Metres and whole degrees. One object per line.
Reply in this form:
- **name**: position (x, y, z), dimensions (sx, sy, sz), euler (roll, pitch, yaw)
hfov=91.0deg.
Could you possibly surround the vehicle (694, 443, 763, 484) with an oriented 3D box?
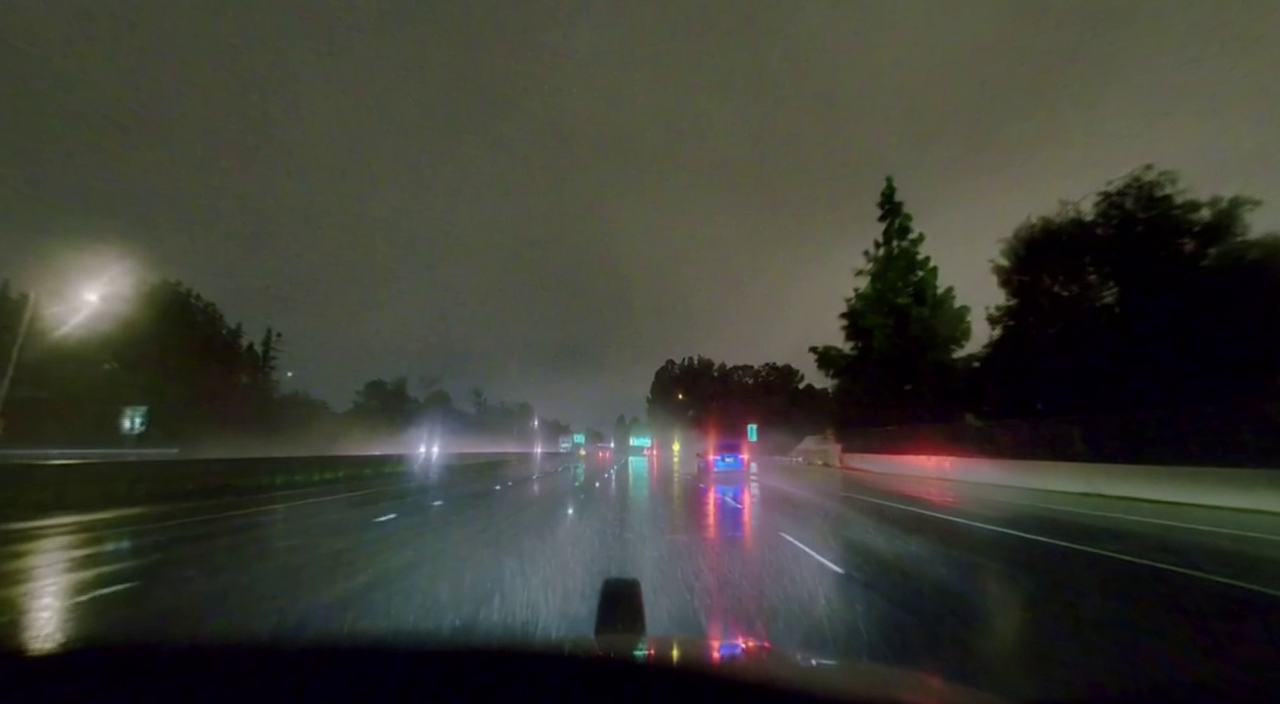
- **vehicle**: position (3.407, 4.402, 25.196), dimensions (2.033, 1.501, 4.398), euler (0, -9, -1)
